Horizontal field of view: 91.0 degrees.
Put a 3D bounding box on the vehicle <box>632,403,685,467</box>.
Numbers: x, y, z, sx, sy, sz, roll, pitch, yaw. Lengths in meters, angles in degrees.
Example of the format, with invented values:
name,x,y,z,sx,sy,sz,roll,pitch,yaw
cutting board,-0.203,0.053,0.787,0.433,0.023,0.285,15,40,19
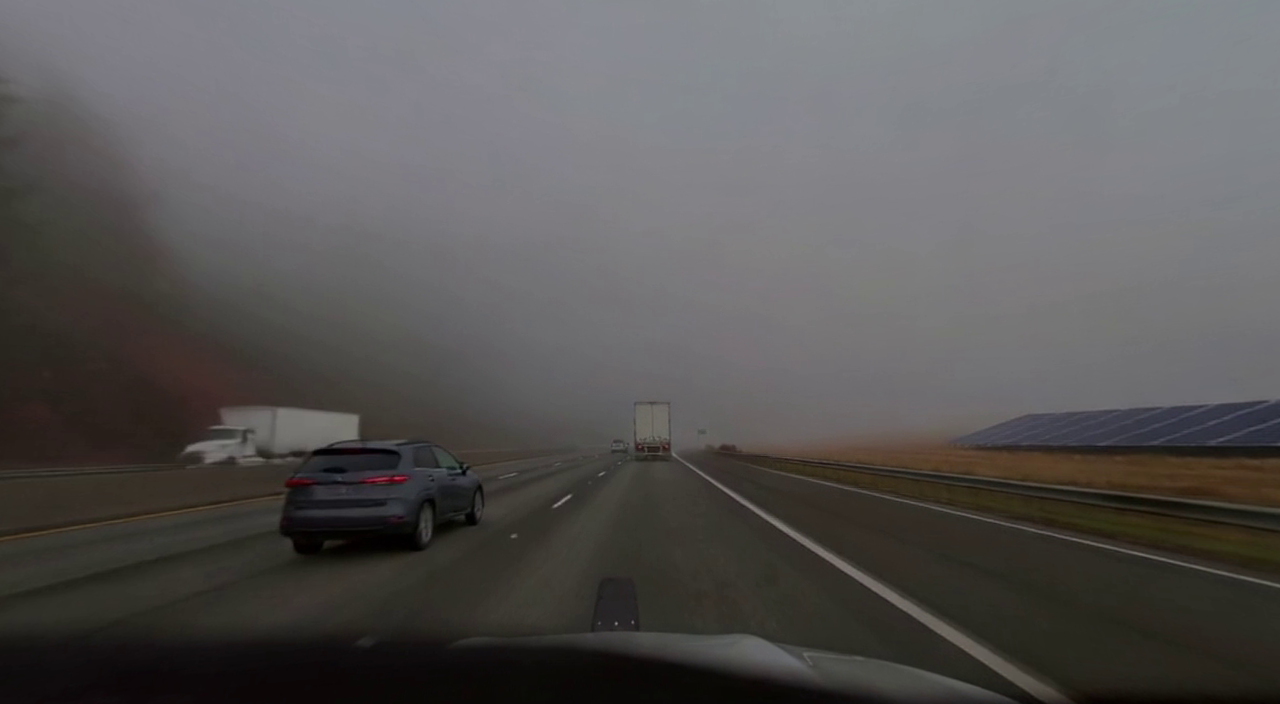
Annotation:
name,x,y,z,sx,sy,sz,roll,pitch,yaw
vehicle,1.094,5.432,40.764,2.967,3.633,10.015,-1,-8,1

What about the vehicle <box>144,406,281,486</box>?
name,x,y,z,sx,sy,sz,roll,pitch,yaw
vehicle,-22.683,5.037,33.891,2.926,3.855,6.060,-1,-8,1

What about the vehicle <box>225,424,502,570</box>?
name,x,y,z,sx,sy,sz,roll,pitch,yaw
vehicle,-3.542,1.920,9.170,2.066,1.581,4.268,0,-8,0
